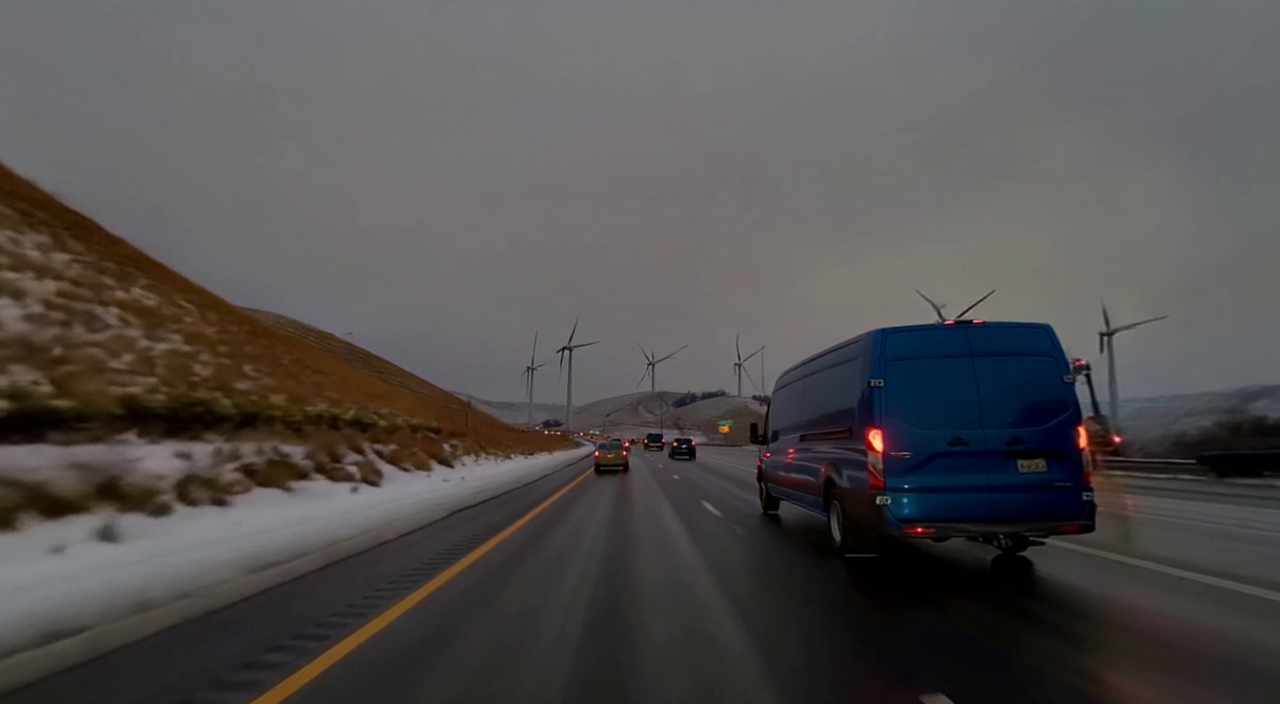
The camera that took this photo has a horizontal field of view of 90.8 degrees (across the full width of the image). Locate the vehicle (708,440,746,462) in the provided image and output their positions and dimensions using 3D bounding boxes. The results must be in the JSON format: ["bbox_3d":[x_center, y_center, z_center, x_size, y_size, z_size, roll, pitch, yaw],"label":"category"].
[{"bbox_3d":[6.328,7.250,46.355,1.958,1.514,4.930,0,-8,-1],"label":"vehicle"}]

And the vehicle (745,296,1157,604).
[{"bbox_3d":[3.121,1.227,8.335,2.365,2.630,5.754,0,-8,-1],"label":"vehicle"}]

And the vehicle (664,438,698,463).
[{"bbox_3d":[2.934,7.092,45.770,2.108,1.717,3.996,0,-8,-1],"label":"vehicle"}]

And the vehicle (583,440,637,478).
[{"bbox_3d":[-1.160,4.402,26.182,2.082,1.445,3.826,0,-8,-1],"label":"vehicle"}]
